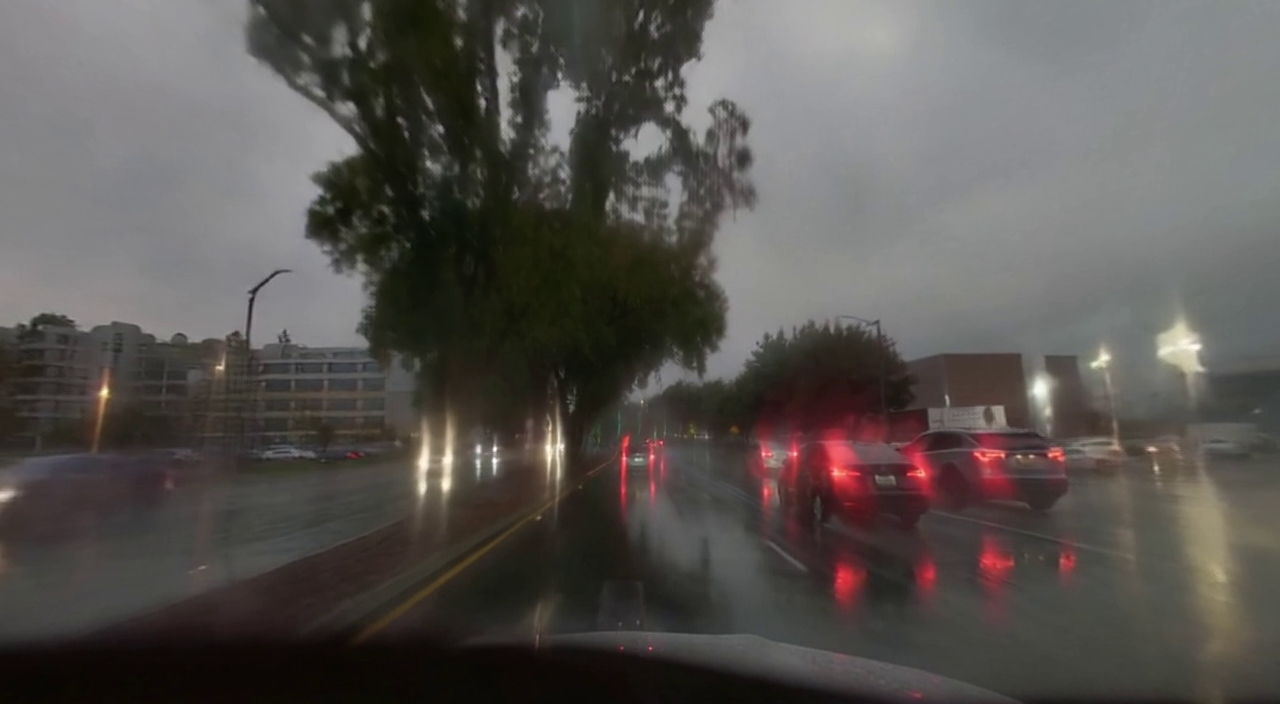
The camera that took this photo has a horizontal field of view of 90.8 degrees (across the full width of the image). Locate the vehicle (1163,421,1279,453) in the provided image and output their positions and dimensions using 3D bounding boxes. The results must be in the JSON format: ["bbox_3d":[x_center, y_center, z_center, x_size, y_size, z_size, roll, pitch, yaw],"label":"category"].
[{"bbox_3d":[37.496,5.457,40.628,5.573,1.973,2.229,0,-8,0],"label":"vehicle"}]

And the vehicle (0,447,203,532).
[{"bbox_3d":[-12.009,2.803,13.589,1.931,1.477,4.630,0,-8,0],"label":"vehicle"}]

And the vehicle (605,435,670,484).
[{"bbox_3d":[-0.085,3.569,21.228,1.994,1.479,3.647,0,-8,0],"label":"vehicle"}]

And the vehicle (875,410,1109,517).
[{"bbox_3d":[6.945,2.258,13.246,2.134,1.810,4.590,0,-8,-1],"label":"vehicle"}]

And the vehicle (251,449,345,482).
[{"bbox_3d":[-17.246,5.725,32.154,1.961,1.462,4.741,-1,-8,3],"label":"vehicle"}]

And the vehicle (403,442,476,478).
[{"bbox_3d":[-9.001,4.869,28.720,1.895,1.503,4.237,0,-8,0],"label":"vehicle"}]

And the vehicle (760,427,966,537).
[{"bbox_3d":[3.424,2.073,10.696,1.858,1.466,4.230,0,-8,-1],"label":"vehicle"}]
